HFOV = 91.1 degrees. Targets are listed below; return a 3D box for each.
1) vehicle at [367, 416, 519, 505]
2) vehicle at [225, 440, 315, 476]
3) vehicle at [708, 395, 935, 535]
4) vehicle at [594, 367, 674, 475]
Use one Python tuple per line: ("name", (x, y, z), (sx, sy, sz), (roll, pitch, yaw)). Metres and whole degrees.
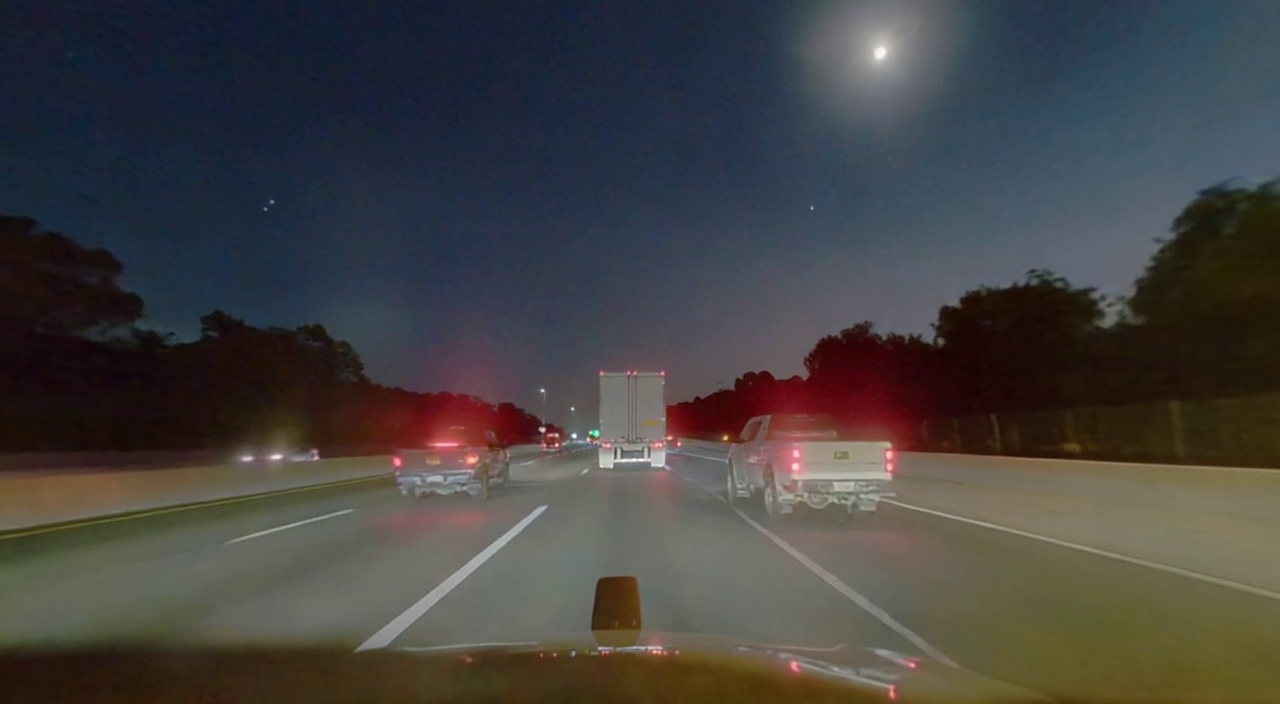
("vehicle", (-4.328, 2.452, 14.684), (2.134, 1.752, 4.375), (0, -8, 0))
("vehicle", (-19.966, 5.690, 34.251), (1.941, 1.795, 5.025), (0, -8, -1))
("vehicle", (2.678, 1.819, 10.813), (2.118, 1.832, 4.901), (0, -8, -4))
("vehicle", (-0.551, 3.209, 28.083), (2.904, 3.915, 10.473), (0, -8, -4))
